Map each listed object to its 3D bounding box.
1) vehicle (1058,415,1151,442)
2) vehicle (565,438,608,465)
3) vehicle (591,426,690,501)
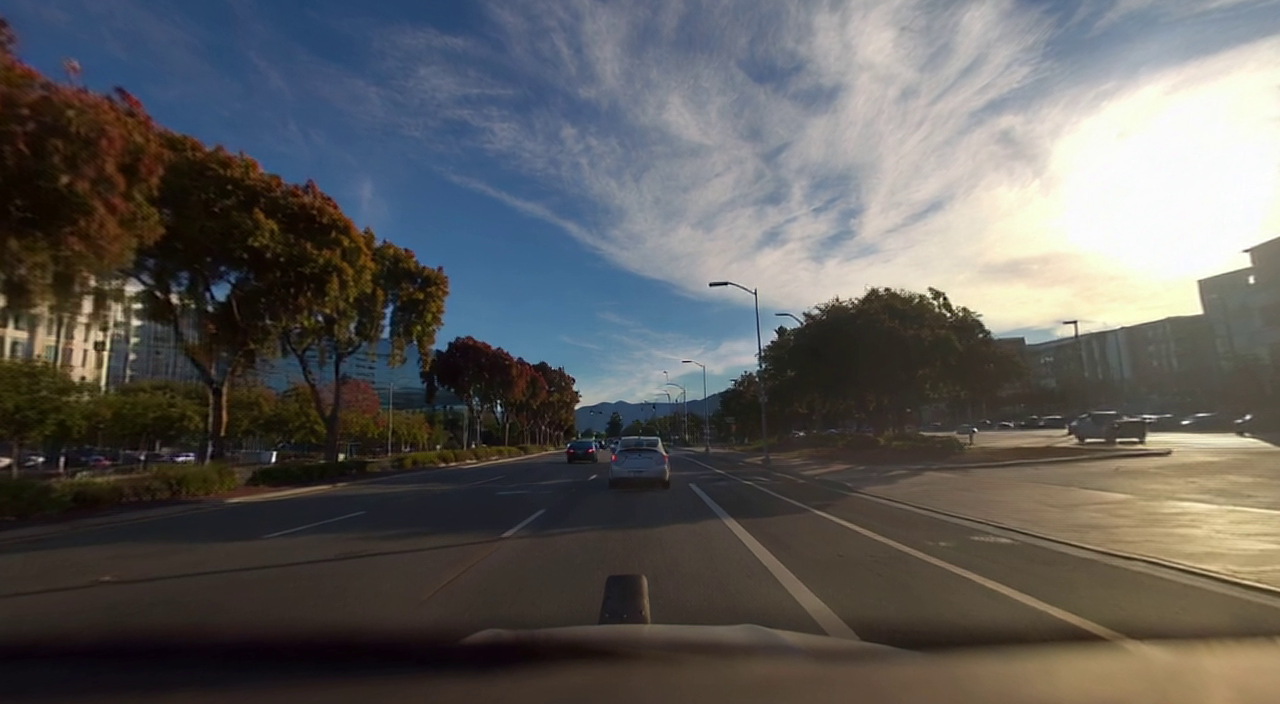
[{"bbox_3d":[31.899,5.323,43.508,4.903,1.767,2.105,-5,-10,31],"label":"vehicle"},{"bbox_3d":[-3.077,5.856,37.261,1.942,1.462,4.905,-1,-8,3],"label":"vehicle"},{"bbox_3d":[0.033,2.784,16.159,2.199,1.652,4.101,0,-8,1],"label":"vehicle"}]
